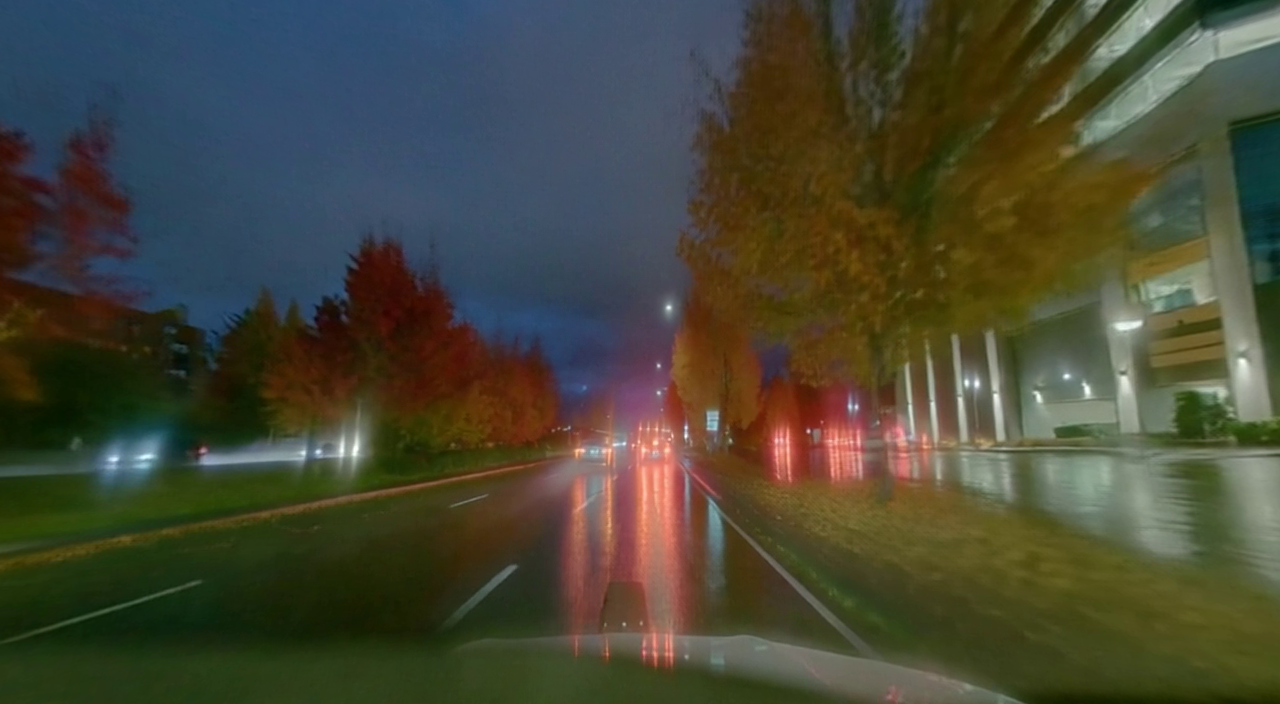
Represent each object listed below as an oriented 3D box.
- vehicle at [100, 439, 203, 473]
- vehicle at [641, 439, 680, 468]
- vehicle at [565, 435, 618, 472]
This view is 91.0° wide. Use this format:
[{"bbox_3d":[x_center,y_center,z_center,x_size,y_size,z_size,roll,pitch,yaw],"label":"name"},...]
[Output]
[{"bbox_3d":[-29.928,6.356,38.826,2.010,1.915,5.100,-1,-8,3],"label":"vehicle"},{"bbox_3d":[1.094,5.518,34.331,2.040,1.493,3.682,0,-8,1],"label":"vehicle"},{"bbox_3d":[-2.331,4.995,31.264,2.197,1.709,4.069,0,-8,2],"label":"vehicle"}]
